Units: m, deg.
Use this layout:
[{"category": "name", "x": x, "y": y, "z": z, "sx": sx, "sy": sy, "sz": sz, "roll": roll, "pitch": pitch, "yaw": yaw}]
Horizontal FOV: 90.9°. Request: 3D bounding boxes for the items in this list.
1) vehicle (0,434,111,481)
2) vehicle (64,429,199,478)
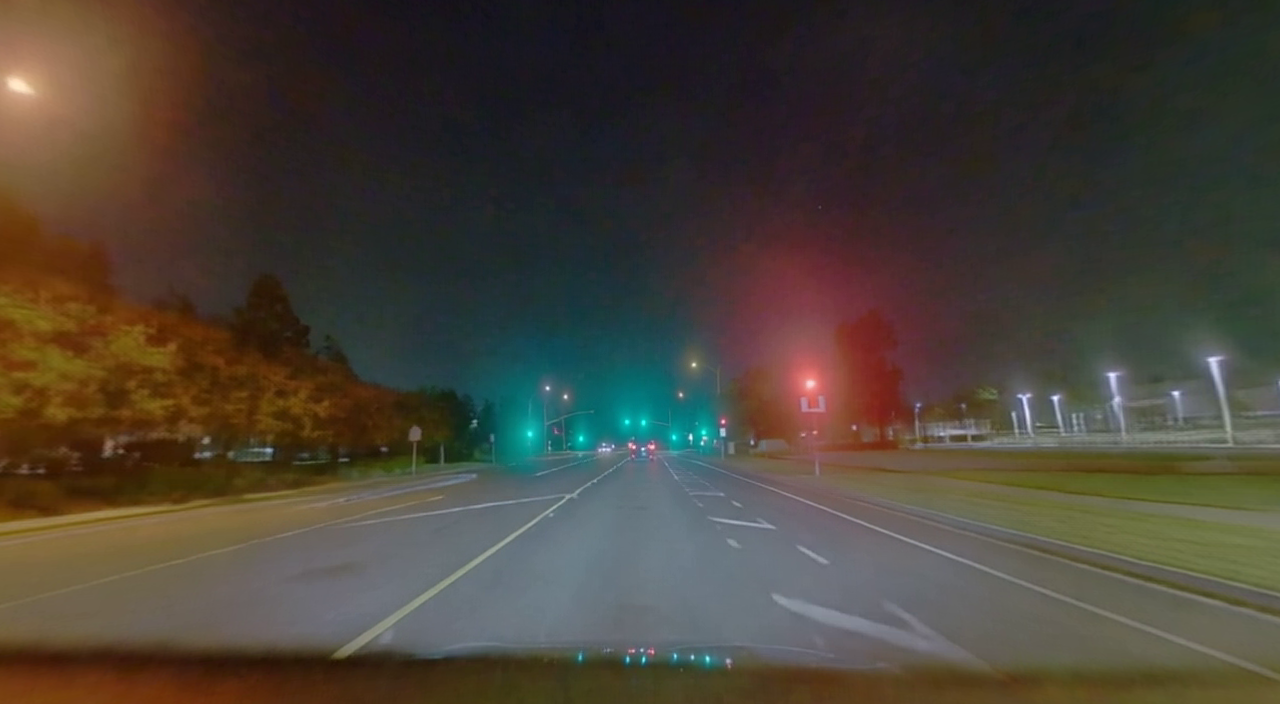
[{"category": "vehicle", "x": -37.908, "y": 6.607, "z": 39.576, "sx": 7.051, "sy": 2.835, "sz": 2.287, "roll": 0, "pitch": -9, "yaw": -2}, {"category": "vehicle", "x": -38.489, "y": 7.686, "z": 47.920, "sx": 7.489, "sy": 3.516, "sz": 2.773, "roll": 0, "pitch": -9, "yaw": -4}]
